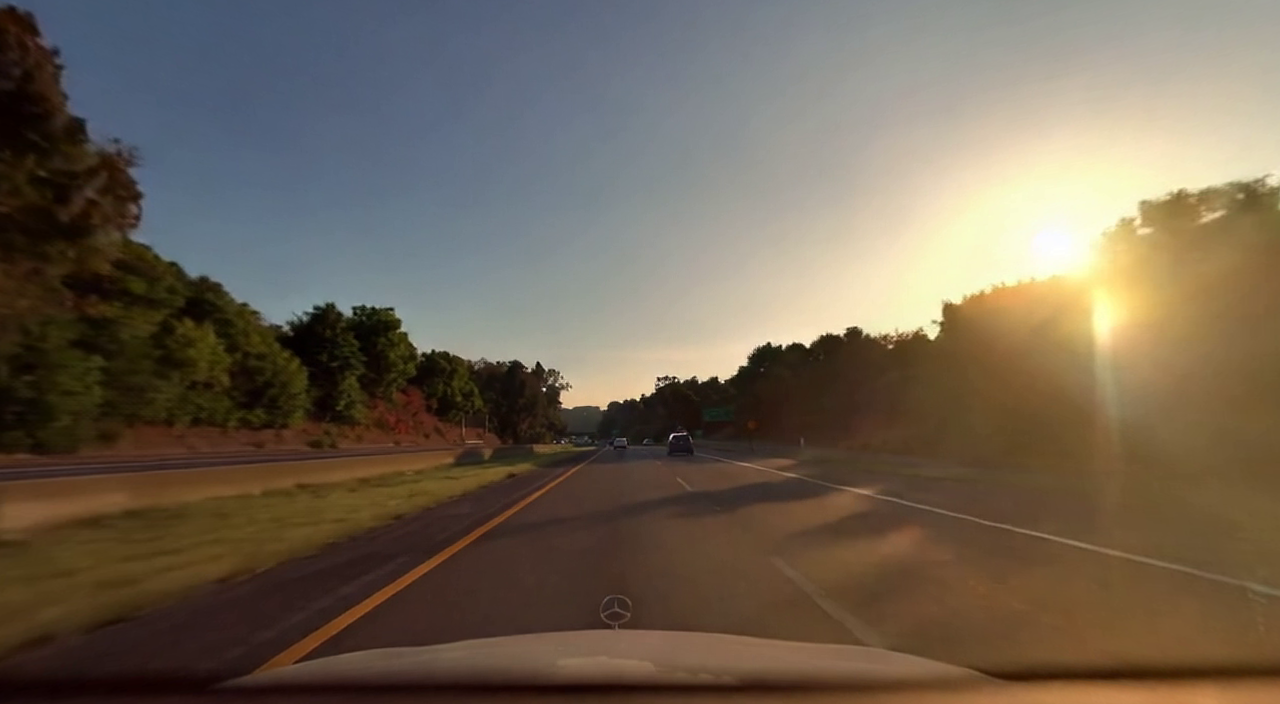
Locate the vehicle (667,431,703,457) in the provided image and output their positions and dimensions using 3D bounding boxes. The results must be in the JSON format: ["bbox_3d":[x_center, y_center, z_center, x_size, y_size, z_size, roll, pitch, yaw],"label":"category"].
[{"bbox_3d":[3.093,6.450,44.345,2.085,1.681,4.436,0,-7,-2],"label":"vehicle"}]
